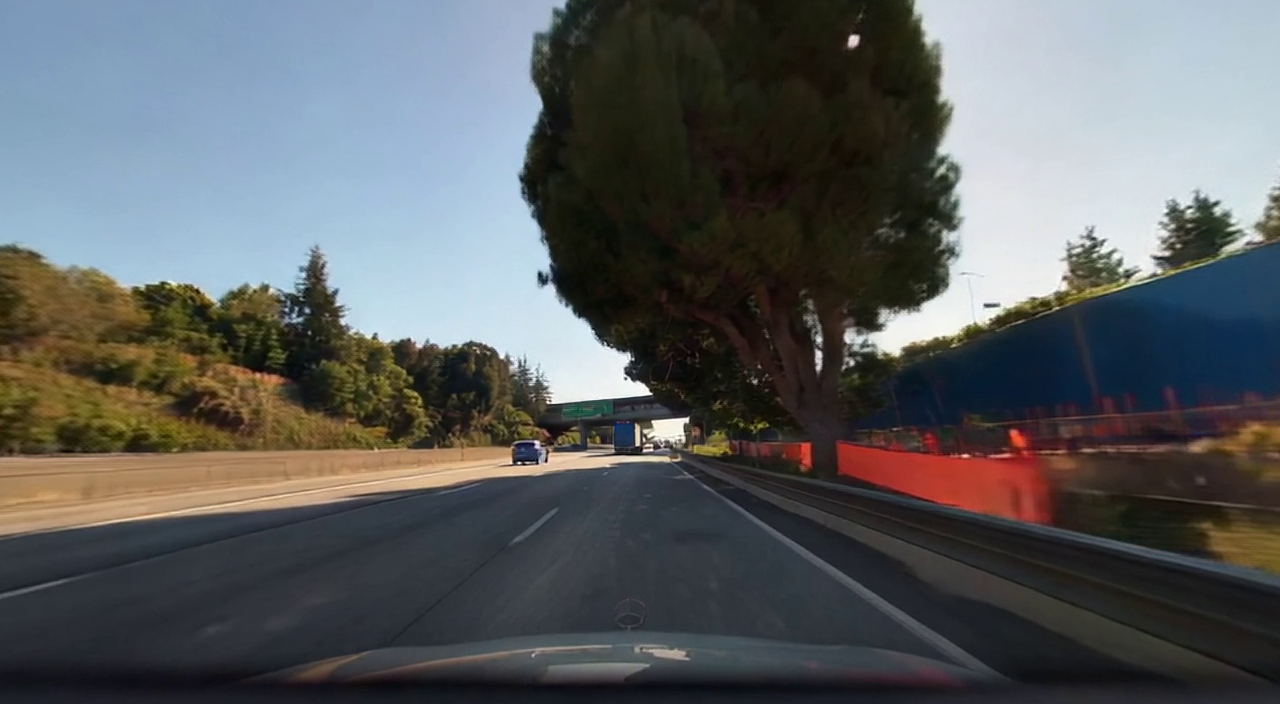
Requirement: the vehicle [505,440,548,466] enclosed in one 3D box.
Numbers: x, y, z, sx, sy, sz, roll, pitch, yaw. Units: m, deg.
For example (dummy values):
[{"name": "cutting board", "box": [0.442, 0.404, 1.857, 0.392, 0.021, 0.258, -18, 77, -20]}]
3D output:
[{"name": "vehicle", "box": [-7.183, 6.470, 40.313, 1.893, 1.566, 4.051, -1, -9, 2]}]
